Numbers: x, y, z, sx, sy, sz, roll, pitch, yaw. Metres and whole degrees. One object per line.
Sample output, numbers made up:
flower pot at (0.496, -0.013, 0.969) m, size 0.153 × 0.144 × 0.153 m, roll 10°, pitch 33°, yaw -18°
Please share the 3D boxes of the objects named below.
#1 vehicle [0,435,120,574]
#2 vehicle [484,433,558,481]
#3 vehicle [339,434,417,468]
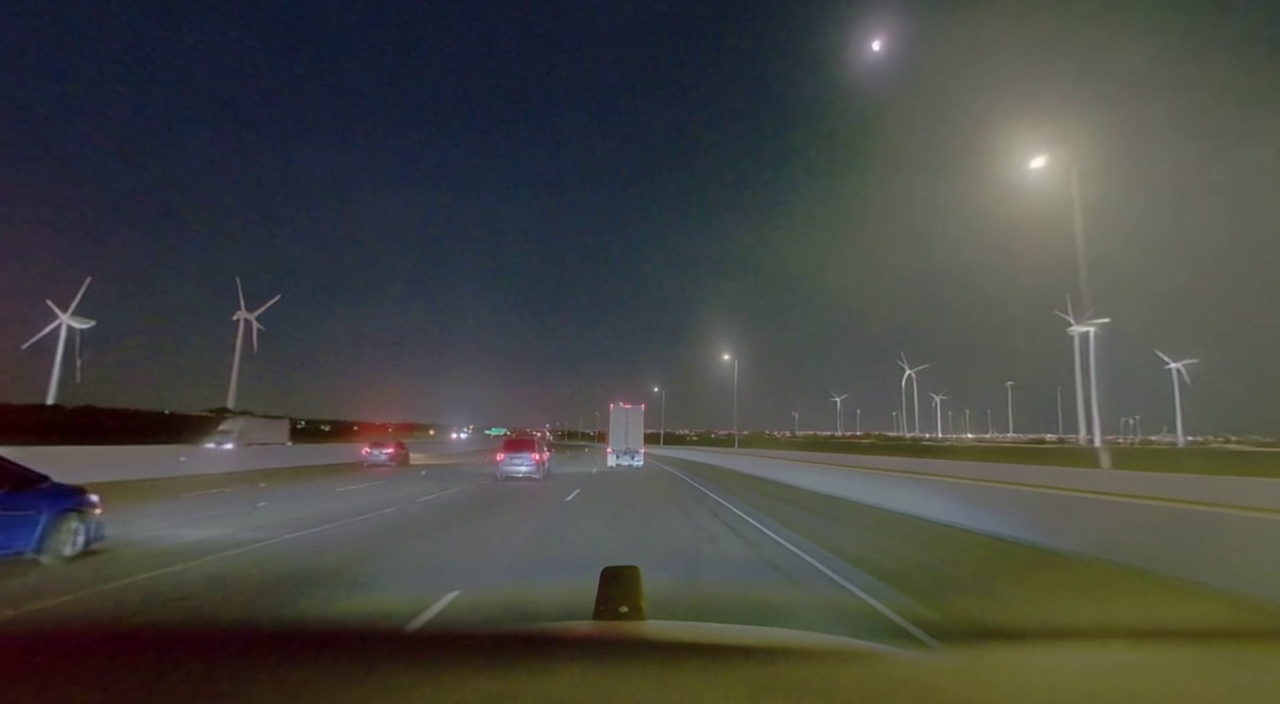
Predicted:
vehicle at (-8.086, 1.539, 5.999) m, size 2.271 × 1.488 × 4.597 m, roll 0°, pitch -8°, yaw 0°
vehicle at (-4.458, 3.994, 24.170) m, size 2.109 × 1.684 × 3.783 m, roll 0°, pitch -8°, yaw 0°
vehicle at (-15.162, 5.756, 36.760) m, size 2.285 × 1.835 × 5.672 m, roll 0°, pitch -8°, yaw -2°
